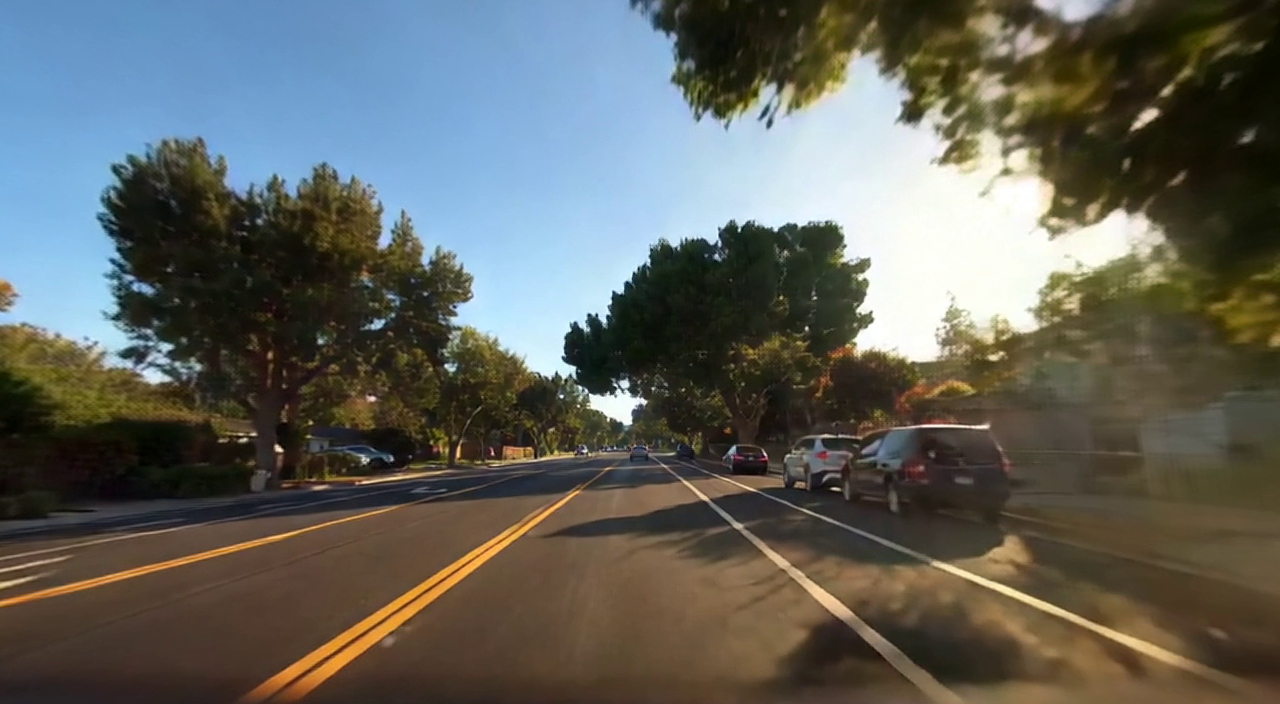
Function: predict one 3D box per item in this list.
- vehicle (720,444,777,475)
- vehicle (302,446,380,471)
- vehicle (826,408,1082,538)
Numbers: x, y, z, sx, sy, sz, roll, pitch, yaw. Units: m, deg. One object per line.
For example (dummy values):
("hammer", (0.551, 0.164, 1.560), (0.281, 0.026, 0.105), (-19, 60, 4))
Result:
("vehicle", (5.464, 5.461, 32.318), (1.935, 1.453, 4.488), (0, -9, -2))
("vehicle", (-21.764, 7.760, 46.054), (4.610, 1.721, 2.019), (0, -9, -1))
("vehicle", (5.080, 2.037, 11.184), (2.160, 1.800, 4.646), (0, -9, 1))
